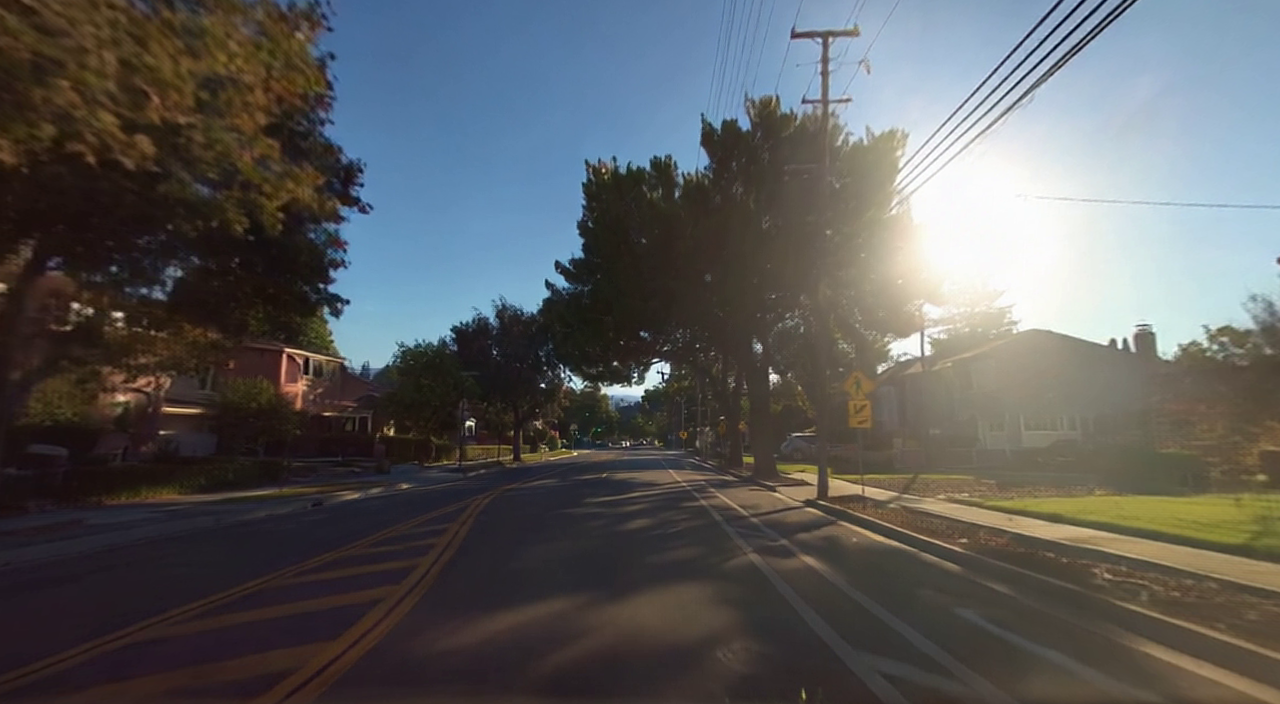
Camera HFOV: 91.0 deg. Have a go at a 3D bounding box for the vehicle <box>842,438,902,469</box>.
[{"bbox_3d":[13.612,5.968,37.180,1.935,1.683,4.669,0,-9,2],"label":"vehicle"}]

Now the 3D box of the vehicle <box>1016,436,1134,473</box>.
[{"bbox_3d":[21.109,4.966,30.699,3.943,1.664,2.391,0,-8,-1],"label":"vehicle"}]

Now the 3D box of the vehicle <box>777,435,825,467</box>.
[{"bbox_3d":[10.340,6.383,40.772,1.912,1.953,4.651,0,-9,0],"label":"vehicle"}]
